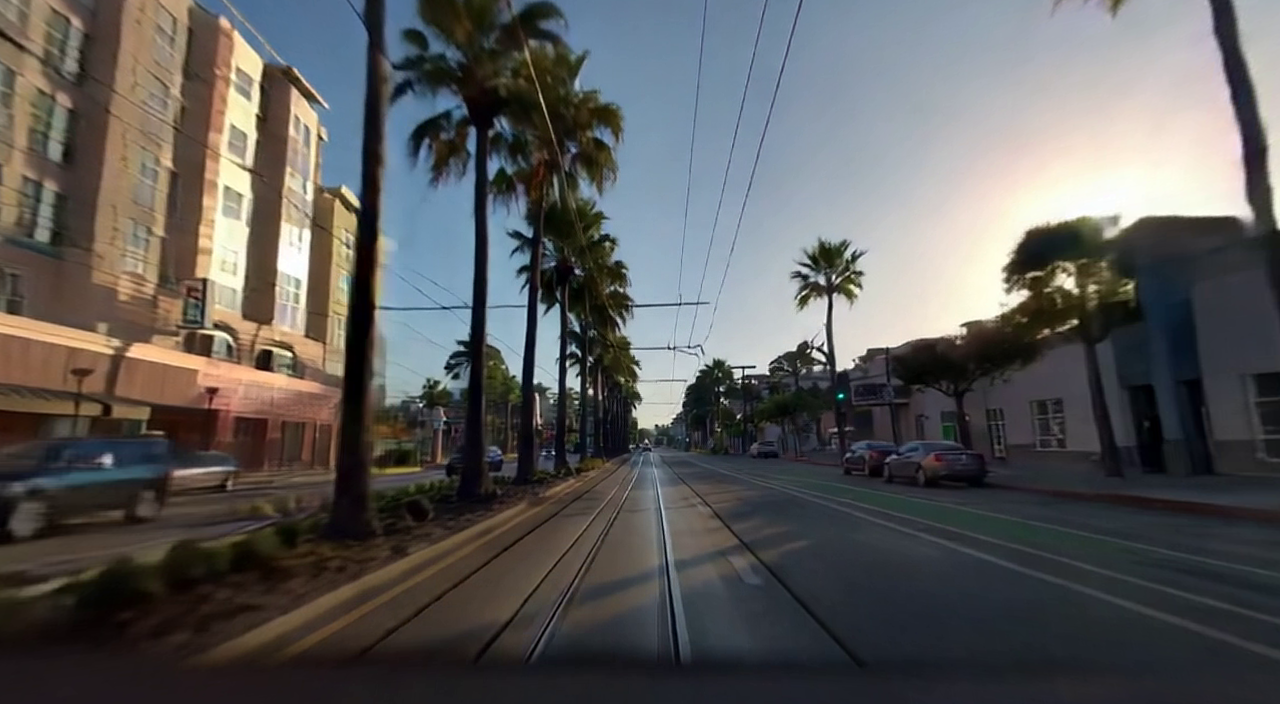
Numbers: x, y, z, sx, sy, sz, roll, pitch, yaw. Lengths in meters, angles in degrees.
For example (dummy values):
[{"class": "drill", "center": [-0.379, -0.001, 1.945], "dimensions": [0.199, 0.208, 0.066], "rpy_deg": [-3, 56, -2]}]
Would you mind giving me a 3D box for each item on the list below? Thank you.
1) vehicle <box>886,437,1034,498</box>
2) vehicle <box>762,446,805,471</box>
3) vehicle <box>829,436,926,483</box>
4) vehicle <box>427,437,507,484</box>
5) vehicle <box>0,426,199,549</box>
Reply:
[{"class": "vehicle", "center": [8.781, 3.163, 17.743], "dimensions": [1.816, 1.488, 4.102], "rpy_deg": [0, -8, -3]}, {"class": "vehicle", "center": [9.017, 6.695, 39.877], "dimensions": [1.733, 1.468, 4.326], "rpy_deg": [0, -8, 0]}, {"class": "vehicle", "center": [8.810, 4.002, 23.792], "dimensions": [1.878, 1.605, 4.242], "rpy_deg": [0, -8, -2]}, {"class": "vehicle", "center": [-7.318, 4.628, 27.129], "dimensions": [2.032, 1.824, 4.557], "rpy_deg": [0, -8, 2]}, {"class": "vehicle", "center": [-10.827, 2.329, 11.337], "dimensions": [2.096, 1.860, 4.953], "rpy_deg": [-1, -8, 1]}]
